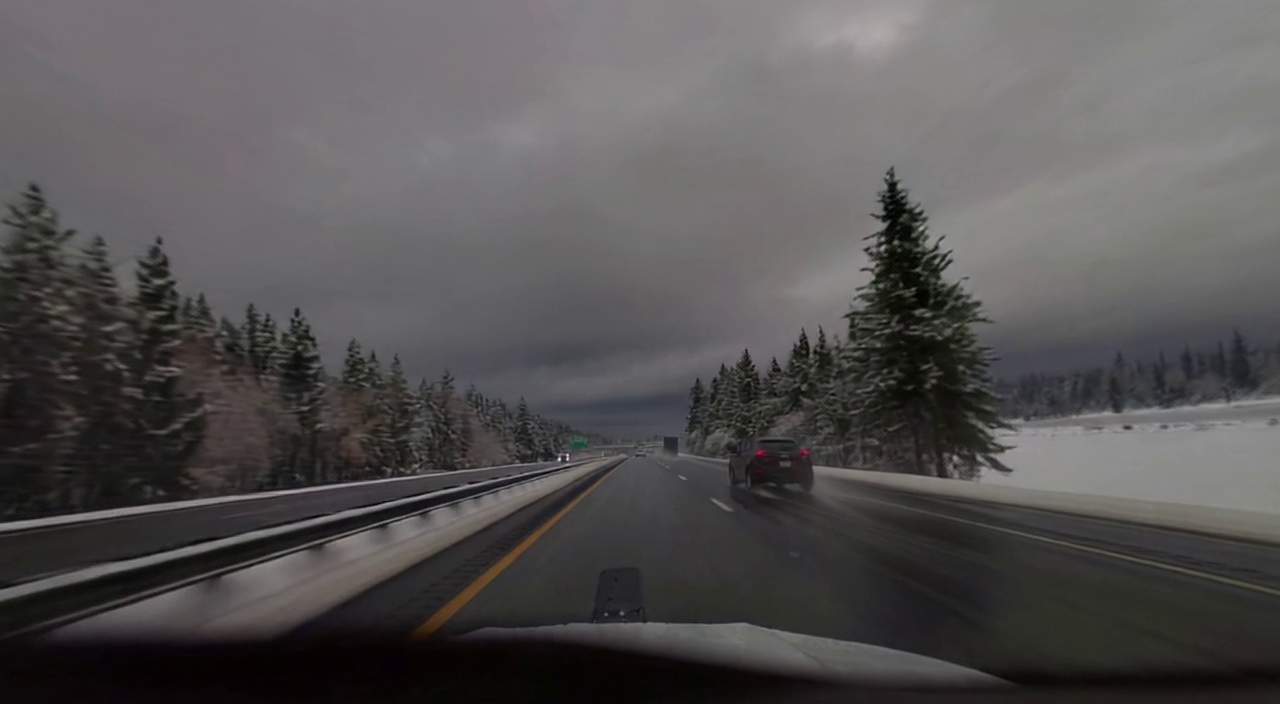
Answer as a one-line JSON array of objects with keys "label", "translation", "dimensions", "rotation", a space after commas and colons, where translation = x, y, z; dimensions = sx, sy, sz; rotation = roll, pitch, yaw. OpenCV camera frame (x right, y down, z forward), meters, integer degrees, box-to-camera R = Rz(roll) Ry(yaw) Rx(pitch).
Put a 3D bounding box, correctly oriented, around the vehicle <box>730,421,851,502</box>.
[{"label": "vehicle", "translation": [4.119, 3.121, 18.304], "dimensions": [2.189, 2.007, 4.872], "rotation": [0, -9, -1]}]
